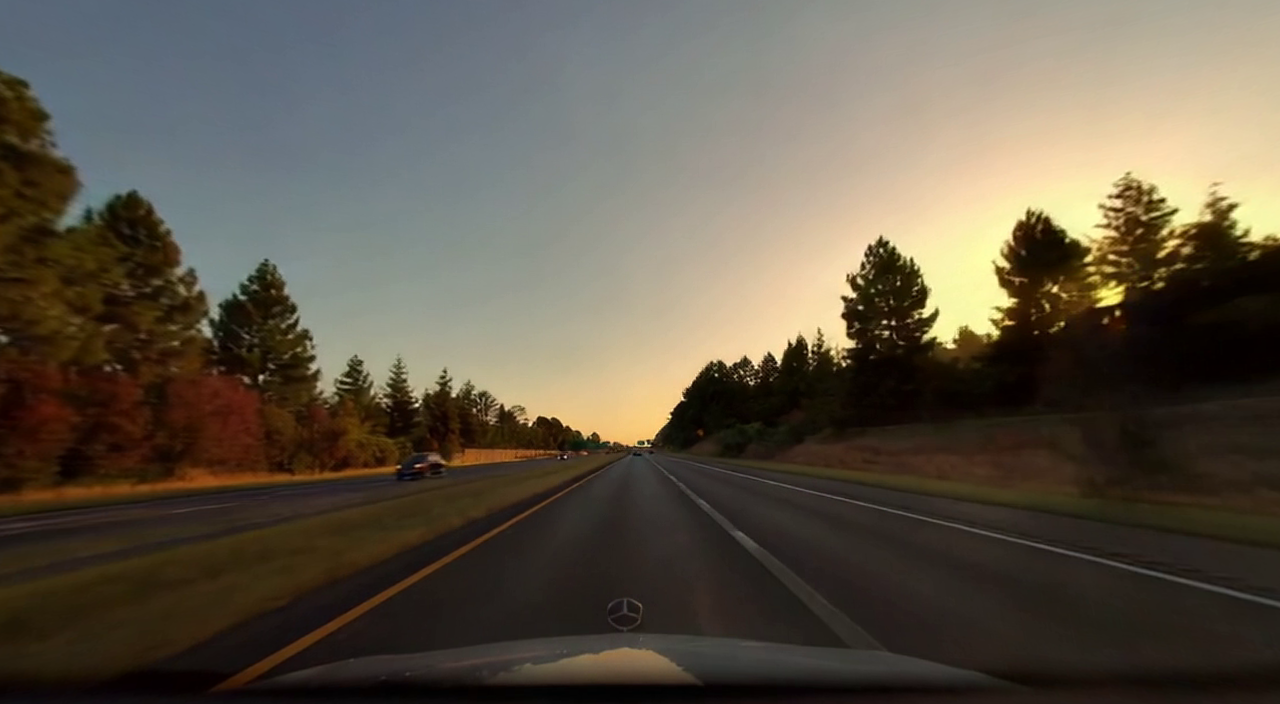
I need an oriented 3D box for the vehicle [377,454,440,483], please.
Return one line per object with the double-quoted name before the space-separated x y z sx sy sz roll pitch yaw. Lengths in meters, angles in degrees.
"vehicle" -12.962 6.540 35.652 1.848 1.445 4.412 0 -9 1
